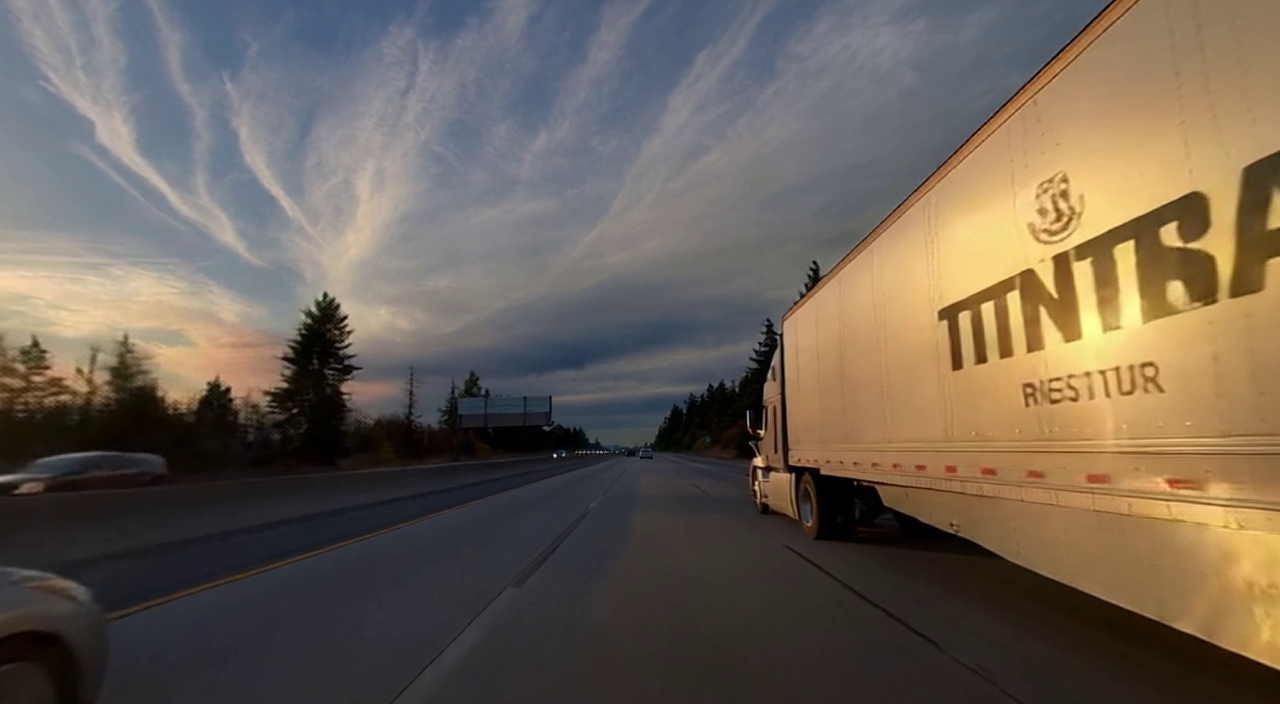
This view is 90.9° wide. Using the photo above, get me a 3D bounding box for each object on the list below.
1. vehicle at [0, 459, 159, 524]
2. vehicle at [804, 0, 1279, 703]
[{"bbox_3d":[-15.148,3.594,16.688,1.889,1.458,3.634,0,-9,0],"label":"vehicle"},{"bbox_3d":[4.020,-0.307,2.367,2.947,4.020,14.220,0,-9,0],"label":"vehicle"}]
